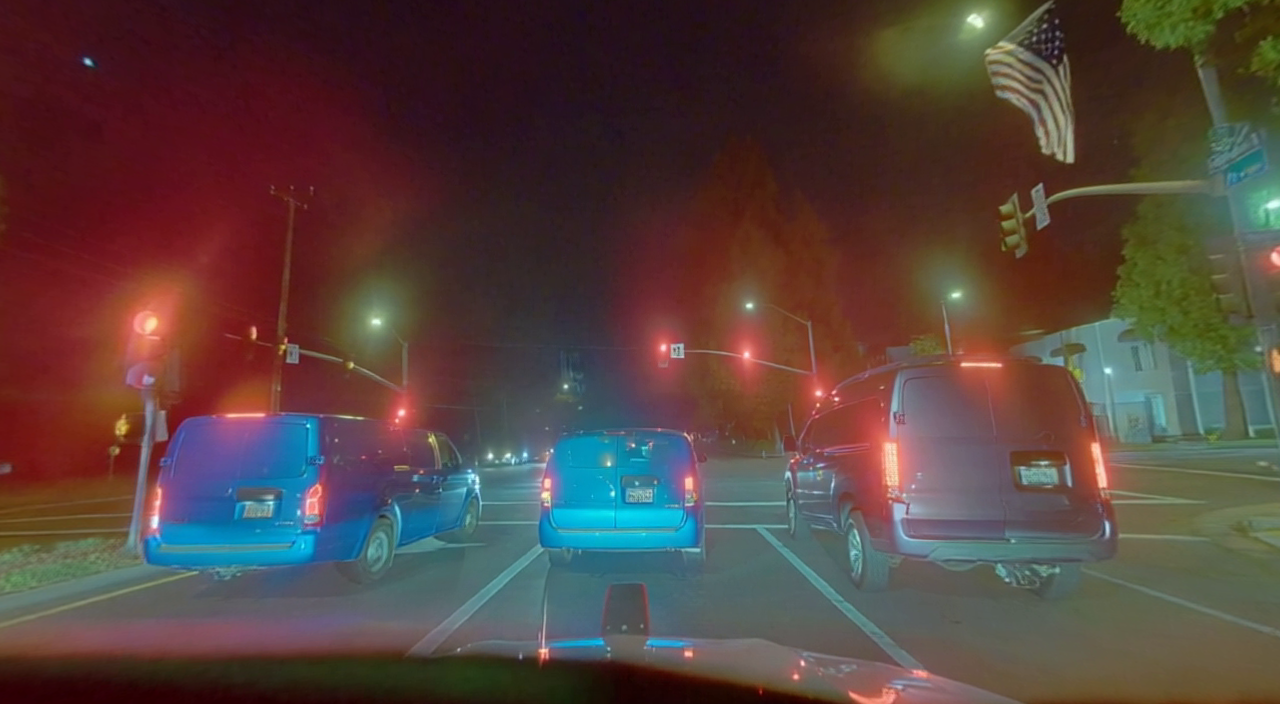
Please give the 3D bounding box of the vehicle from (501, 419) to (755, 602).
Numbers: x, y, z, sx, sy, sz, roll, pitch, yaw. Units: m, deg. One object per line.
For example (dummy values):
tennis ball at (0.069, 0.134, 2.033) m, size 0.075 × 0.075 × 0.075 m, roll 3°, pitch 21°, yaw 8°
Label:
vehicle at (-0.143, 1.620, 7.337) m, size 2.098 × 1.494 × 4.118 m, roll 0°, pitch -9°, yaw -1°

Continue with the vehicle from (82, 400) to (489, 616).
vehicle at (-3.303, 1.527, 7.038) m, size 2.024 × 1.677 × 3.998 m, roll -1°, pitch -9°, yaw 3°

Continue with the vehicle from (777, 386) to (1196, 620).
vehicle at (3.087, 1.466, 7.019) m, size 2.178 × 1.746 × 4.400 m, roll 0°, pitch -9°, yaw 1°
